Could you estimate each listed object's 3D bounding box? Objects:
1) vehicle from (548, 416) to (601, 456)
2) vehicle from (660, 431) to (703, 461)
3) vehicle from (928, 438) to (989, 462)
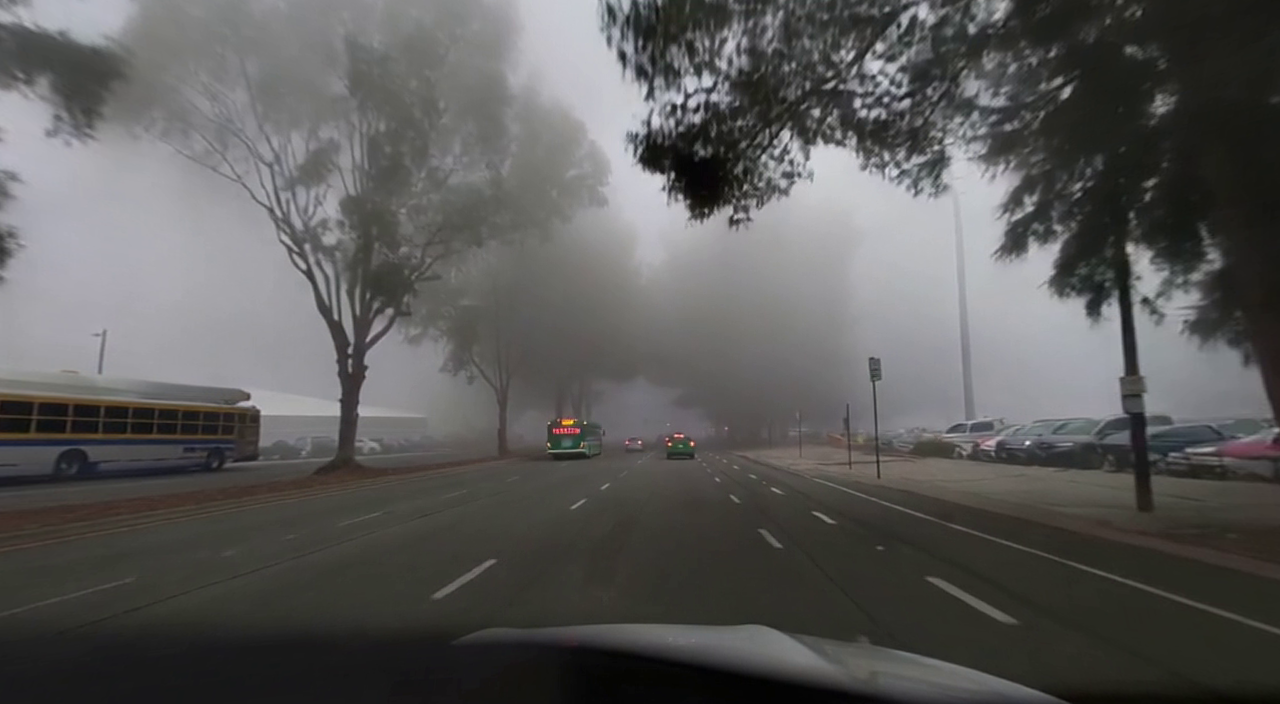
[{"bbox_3d":[-4.443,5.955,44.210,2.485,2.556,6.363,-1,-9,5],"label":"vehicle"},{"bbox_3d":[2.198,5.066,33.859,2.123,1.498,4.226,-1,-9,3],"label":"vehicle"},{"bbox_3d":[20.841,6.458,41.468,1.849,1.466,4.831,-1,-9,5],"label":"vehicle"}]
